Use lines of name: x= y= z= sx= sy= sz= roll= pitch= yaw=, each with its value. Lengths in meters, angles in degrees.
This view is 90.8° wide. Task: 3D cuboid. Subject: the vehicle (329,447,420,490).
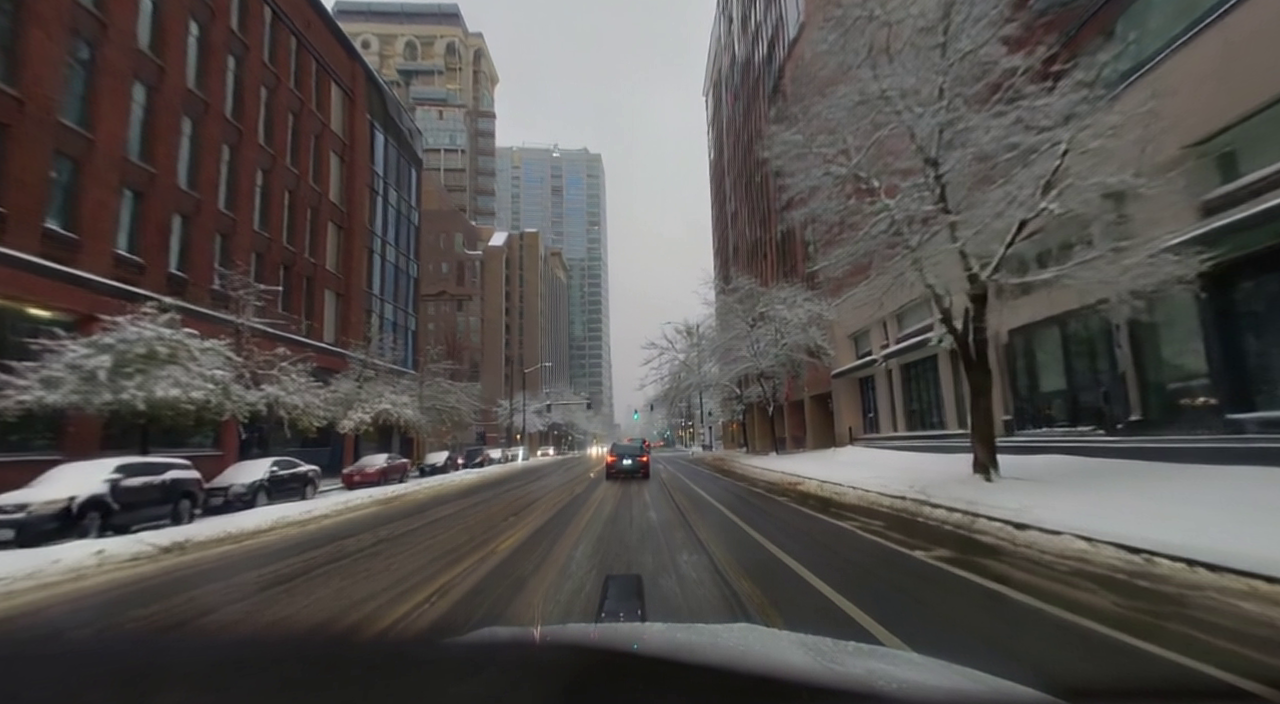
vehicle: x=-11.960 y=5.263 z=28.907 sx=2.077 sy=1.732 sz=4.704 roll=-1 pitch=-8 yaw=0

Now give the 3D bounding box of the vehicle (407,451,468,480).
vehicle: x=-11.766 y=6.578 z=37.063 sx=1.991 sy=1.507 sz=4.879 roll=0 pitch=-8 yaw=0

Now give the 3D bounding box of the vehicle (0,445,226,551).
vehicle: x=-11.968 y=3.112 z=14.308 sx=2.114 sy=1.938 sz=4.590 roll=-1 pitch=-8 yaw=-2

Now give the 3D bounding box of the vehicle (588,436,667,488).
vehicle: x=-0.370 y=3.482 z=20.389 sx=2.269 sy=1.479 sz=3.980 roll=0 pitch=-8 yaw=0

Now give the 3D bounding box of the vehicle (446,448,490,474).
vehicle: x=-12.089 y=7.653 z=44.672 sx=1.976 sy=1.577 sz=4.091 roll=-4 pitch=-8 yaw=-1

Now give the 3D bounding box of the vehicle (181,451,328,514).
vehicle: x=-11.887 y=3.996 z=19.902 sx=1.881 sy=1.686 sz=4.451 roll=0 pitch=-8 yaw=-1
